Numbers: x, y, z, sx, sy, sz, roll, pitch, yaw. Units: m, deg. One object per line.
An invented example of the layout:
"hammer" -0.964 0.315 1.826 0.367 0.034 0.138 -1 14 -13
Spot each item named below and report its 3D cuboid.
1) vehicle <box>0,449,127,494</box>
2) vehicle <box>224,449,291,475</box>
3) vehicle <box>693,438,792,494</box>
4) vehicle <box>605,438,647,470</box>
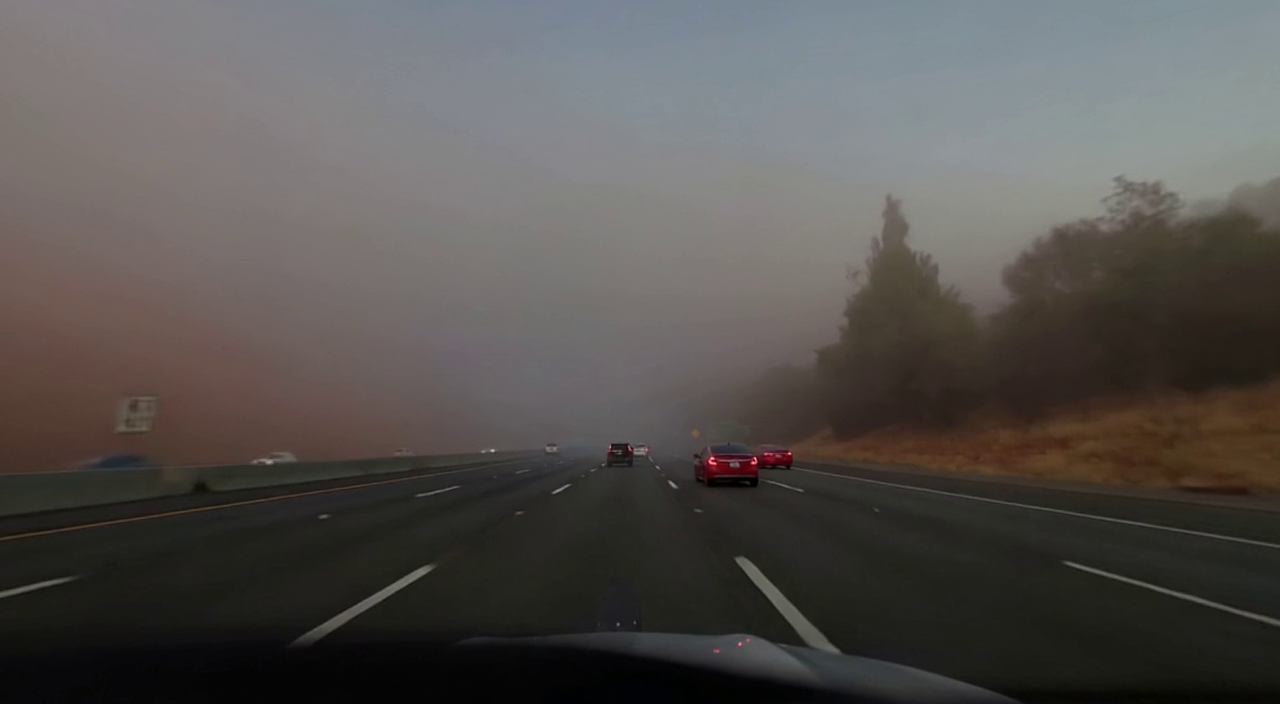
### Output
"vehicle" -22.542 4.454 23.994 2.249 1.410 4.551 0 -8 1
"vehicle" -29.499 8.486 48.931 2.463 1.848 4.344 1 -8 -1
"vehicle" 2.998 3.463 19.589 2.120 1.492 4.734 0 -8 -2
"vehicle" -0.796 5.840 36.326 2.277 1.675 4.023 0 -8 -1
